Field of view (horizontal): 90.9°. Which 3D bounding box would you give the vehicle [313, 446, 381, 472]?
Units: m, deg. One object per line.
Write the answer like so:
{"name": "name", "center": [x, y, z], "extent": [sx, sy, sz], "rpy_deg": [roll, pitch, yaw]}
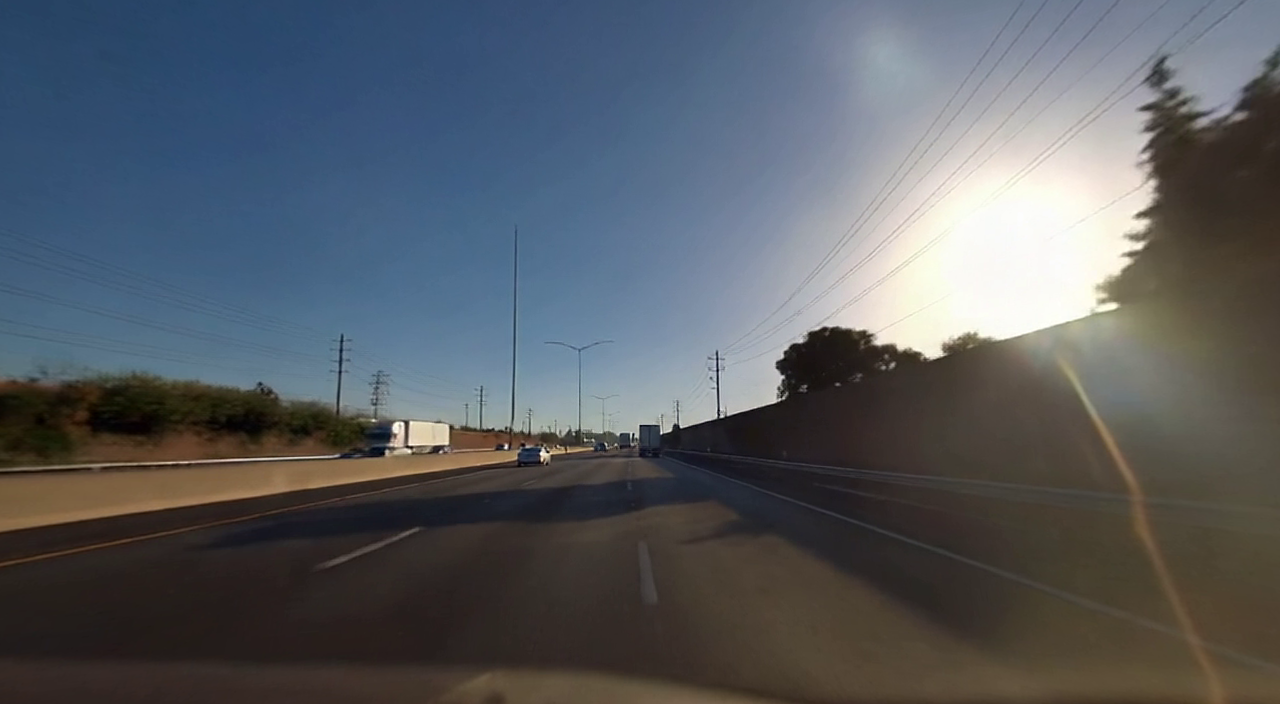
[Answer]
{"name": "vehicle", "center": [-17.803, 6.485, 38.528], "extent": [2.068, 1.466, 4.469], "rpy_deg": [0, -8, -1]}

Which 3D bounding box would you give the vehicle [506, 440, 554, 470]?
{"name": "vehicle", "center": [-6.408, 6.021, 37.103], "extent": [2.064, 1.642, 4.389], "rpy_deg": [0, -8, 0]}
